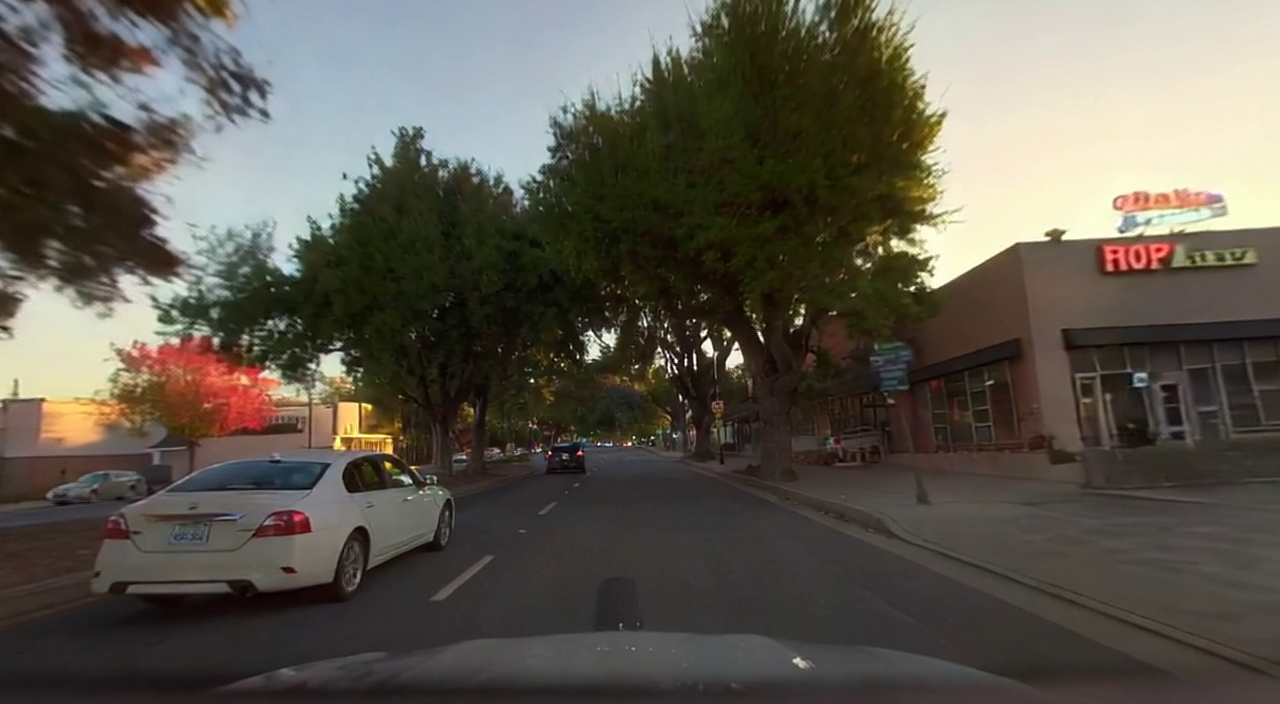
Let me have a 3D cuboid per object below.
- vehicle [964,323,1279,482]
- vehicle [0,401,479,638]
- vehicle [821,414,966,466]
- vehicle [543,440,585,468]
[{"bbox_3d":[12.138,1.292,15.680,6.427,3.417,2.845,-1,-8,-2],"label":"vehicle"},{"bbox_3d":[-3.414,1.522,6.794,2.126,1.655,4.560,0,-9,0],"label":"vehicle"},{"bbox_3d":[10.550,3.712,26.595,5.130,1.902,2.056,-1,-9,-3],"label":"vehicle"},{"bbox_3d":[-4.165,5.716,35.417,1.955,1.461,4.396,0,-9,-2],"label":"vehicle"}]
